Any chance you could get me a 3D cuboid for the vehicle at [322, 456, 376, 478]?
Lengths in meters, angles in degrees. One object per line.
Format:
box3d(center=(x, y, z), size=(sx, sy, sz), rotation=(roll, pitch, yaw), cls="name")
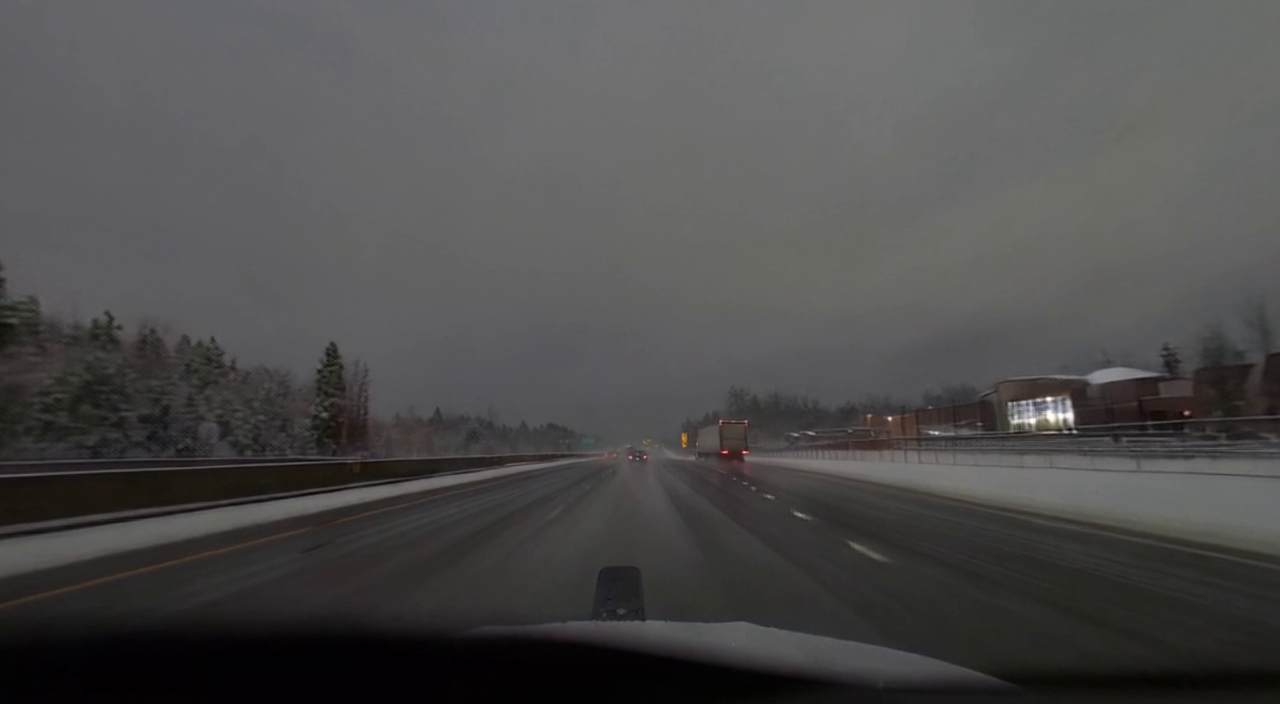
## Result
box3d(center=(-20.398, 8.069, 44.399), size=(1.920, 1.418, 3.923), rotation=(0, -9, 0), cls="vehicle")
